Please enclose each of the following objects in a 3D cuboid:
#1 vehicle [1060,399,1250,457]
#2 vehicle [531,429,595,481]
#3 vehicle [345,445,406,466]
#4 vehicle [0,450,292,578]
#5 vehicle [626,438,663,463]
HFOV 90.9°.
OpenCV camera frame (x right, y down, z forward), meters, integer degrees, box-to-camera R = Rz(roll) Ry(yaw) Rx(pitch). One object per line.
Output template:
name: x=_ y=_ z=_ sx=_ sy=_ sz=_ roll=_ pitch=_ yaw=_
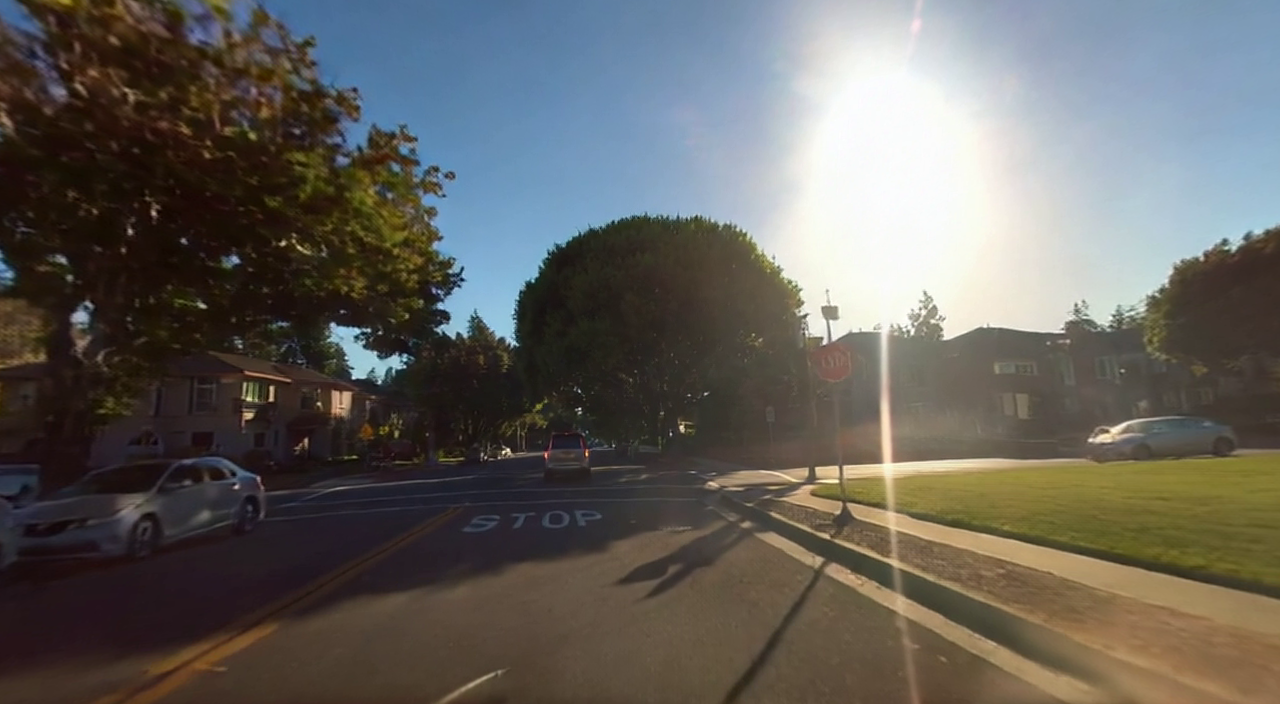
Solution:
vehicle: x=17.606 y=2.638 z=21.705 sx=4.817 sy=1.881 sz=2.002 roll=1 pitch=-8 yaw=-3
vehicle: x=-2.802 y=3.819 z=23.650 sx=2.172 sy=1.722 sz=4.201 roll=1 pitch=-8 yaw=-5
vehicle: x=-20.330 y=7.973 z=48.548 sx=3.806 sy=1.501 sz=1.892 roll=0 pitch=-8 yaw=-4
vehicle: x=-7.626 y=2.323 z=9.994 sx=1.819 sy=1.461 sz=4.723 roll=0 pitch=-8 yaw=-4
vehicle: x=0.252 y=6.486 z=41.650 sx=1.987 sy=1.608 sz=3.883 roll=1 pitch=-8 yaw=-7
